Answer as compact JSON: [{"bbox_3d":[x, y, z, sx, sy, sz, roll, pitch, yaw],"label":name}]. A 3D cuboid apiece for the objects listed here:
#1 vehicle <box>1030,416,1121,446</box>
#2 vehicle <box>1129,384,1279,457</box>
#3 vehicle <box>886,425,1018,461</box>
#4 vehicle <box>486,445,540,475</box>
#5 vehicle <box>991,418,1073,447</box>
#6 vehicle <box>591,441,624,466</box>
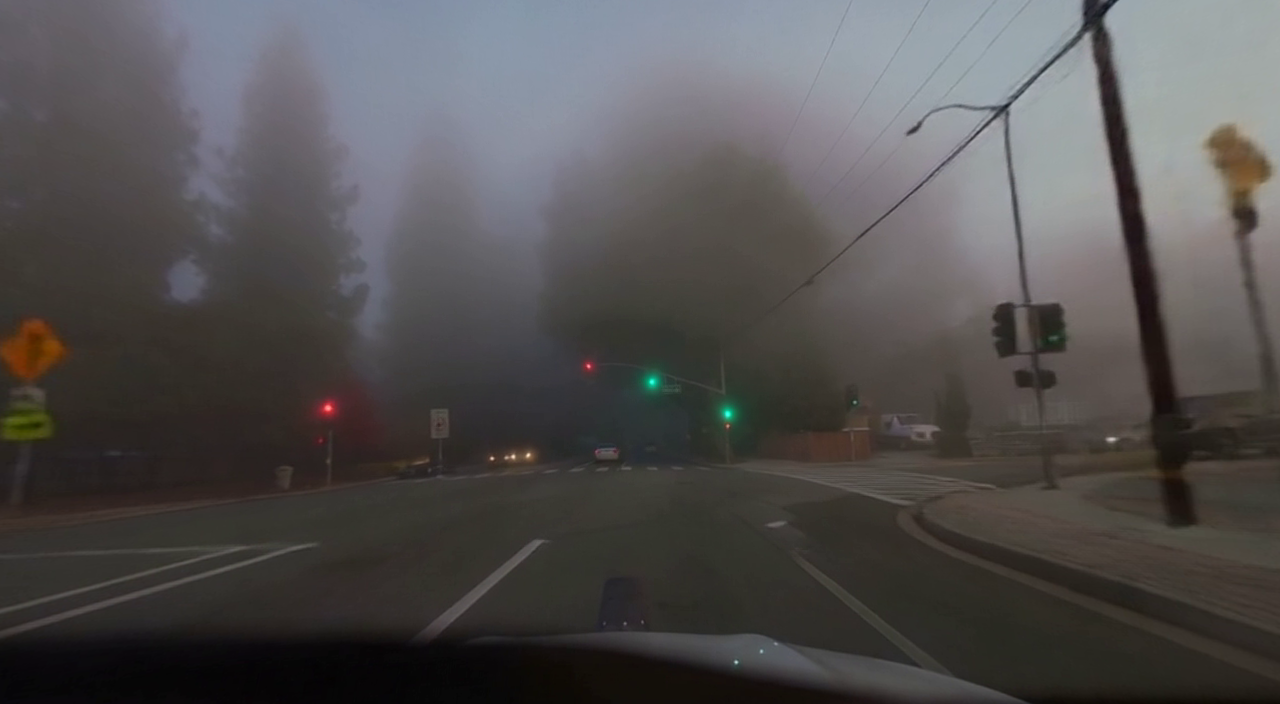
[{"bbox_3d":[25.913,4.700,37.762,1.833,1.486,4.890,-3,-5,-2],"label":"vehicle"},{"bbox_3d":[18.774,2.108,18.972,6.313,2.043,2.272,0,-8,-3],"label":"vehicle"},{"bbox_3d":[13.269,3.894,27.008,4.665,1.498,1.866,0,-9,-2],"label":"vehicle"},{"bbox_3d":[-7.366,6.306,37.048,2.122,1.602,4.369,0,-8,2],"label":"vehicle"},{"bbox_3d":[23.285,4.846,37.660,1.809,1.477,4.381,-3,-8,-5],"label":"vehicle"},{"bbox_3d":[-2.282,7.334,45.847,2.084,1.701,4.734,0,-8,1],"label":"vehicle"}]
